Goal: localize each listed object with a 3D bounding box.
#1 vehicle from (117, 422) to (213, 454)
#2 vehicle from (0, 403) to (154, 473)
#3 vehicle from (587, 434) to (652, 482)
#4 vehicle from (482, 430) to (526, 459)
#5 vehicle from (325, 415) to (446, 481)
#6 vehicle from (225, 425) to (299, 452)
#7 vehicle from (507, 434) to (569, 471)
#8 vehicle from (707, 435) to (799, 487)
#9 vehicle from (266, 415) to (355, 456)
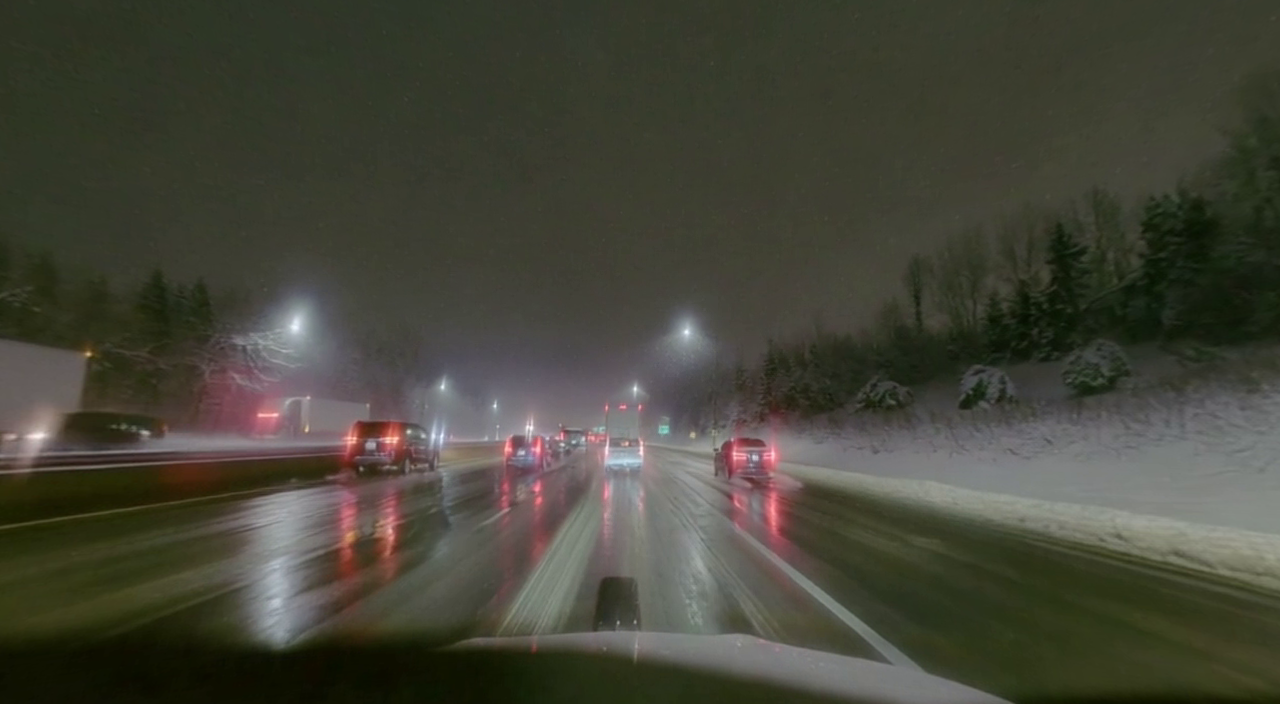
[{"bbox_3d":[-23.395,4.262,31.179,1.773,1.462,3.985,0,-8,-2],"label":"vehicle"},{"bbox_3d":[-14.837,2.157,15.733,1.885,1.496,4.446,0,-8,-2],"label":"vehicle"},{"bbox_3d":[-0.673,3.523,21.267,1.980,1.478,3.758,0,-8,-1],"label":"vehicle"},{"bbox_3d":[-8.972,6.108,41.699,1.992,1.838,4.493,0,-8,-1],"label":"vehicle"},{"bbox_3d":[-8.293,3.162,21.040,2.158,1.943,4.662,0,-8,-1],"label":"vehicle"},{"bbox_3d":[-23.615,5.427,39.468,2.068,1.563,4.337,0,-8,-2],"label":"vehicle"},{"bbox_3d":[-4.456,4.456,28.120,2.046,1.493,4.384,0,-8,0],"label":"vehicle"},{"bbox_3d":[3.540,3.471,20.519,1.981,1.474,4.396,0,-8,-3],"label":"vehicle"},{"bbox_3d":[-15.454,3.956,29.778,1.919,1.761,4.413,0,-8,-2],"label":"vehicle"}]
